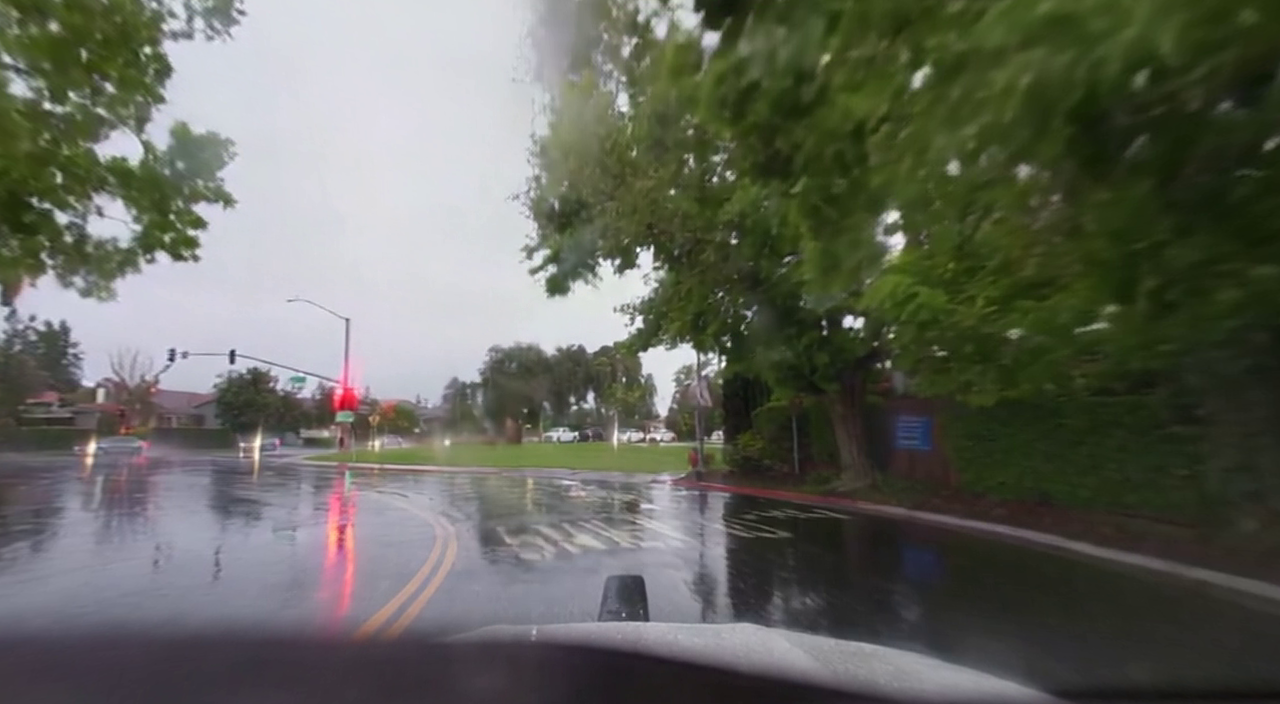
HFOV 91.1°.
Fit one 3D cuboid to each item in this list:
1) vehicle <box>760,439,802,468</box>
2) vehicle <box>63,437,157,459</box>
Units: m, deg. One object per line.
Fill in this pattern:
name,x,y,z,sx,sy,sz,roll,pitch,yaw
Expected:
vehicle,8.689,6.130,38.310,1.907,1.515,4.550,-2,-7,20
vehicle,-37.228,6.742,44.289,1.847,1.461,4.853,-2,-9,11
